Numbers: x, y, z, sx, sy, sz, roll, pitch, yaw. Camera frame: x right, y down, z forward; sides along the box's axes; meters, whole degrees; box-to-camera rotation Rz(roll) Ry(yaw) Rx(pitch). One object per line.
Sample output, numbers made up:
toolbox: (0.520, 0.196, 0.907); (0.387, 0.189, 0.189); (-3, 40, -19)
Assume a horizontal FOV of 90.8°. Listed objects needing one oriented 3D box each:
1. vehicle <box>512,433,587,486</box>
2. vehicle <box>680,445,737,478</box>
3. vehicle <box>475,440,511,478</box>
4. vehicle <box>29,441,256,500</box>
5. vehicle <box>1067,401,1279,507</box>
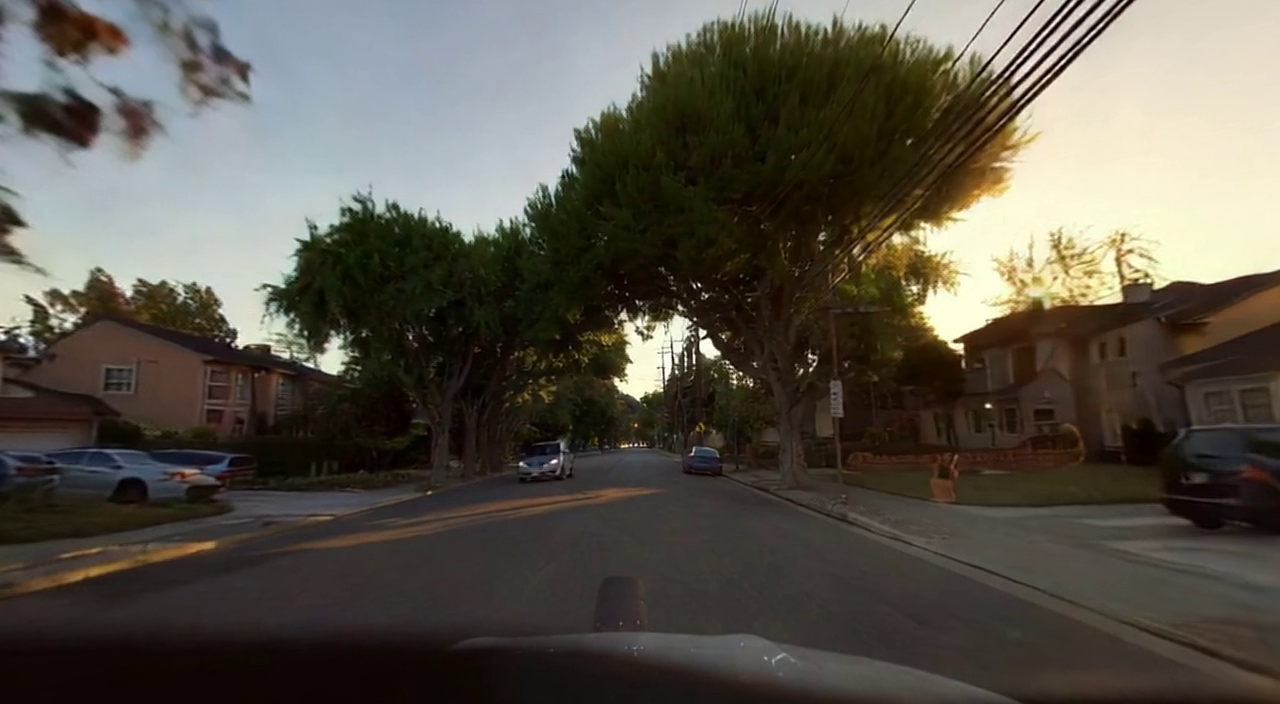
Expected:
vehicle: (-3.367, 4.081, 24.340); (2.032, 1.836, 4.520); (0, -9, 2)
vehicle: (3.208, 5.233, 30.578); (1.944, 1.439, 4.500); (1, -9, -4)
vehicle: (-10.913, 7.922, 47.308); (1.961, 2.498, 8.179); (-1, -8, -9)
vehicle: (-13.302, 3.176, 17.136); (4.443, 1.475, 1.932); (0, -9, -2)
vehicle: (10.945, 1.872, 11.739); (4.602, 1.799, 1.859); (0, -8, -1)
